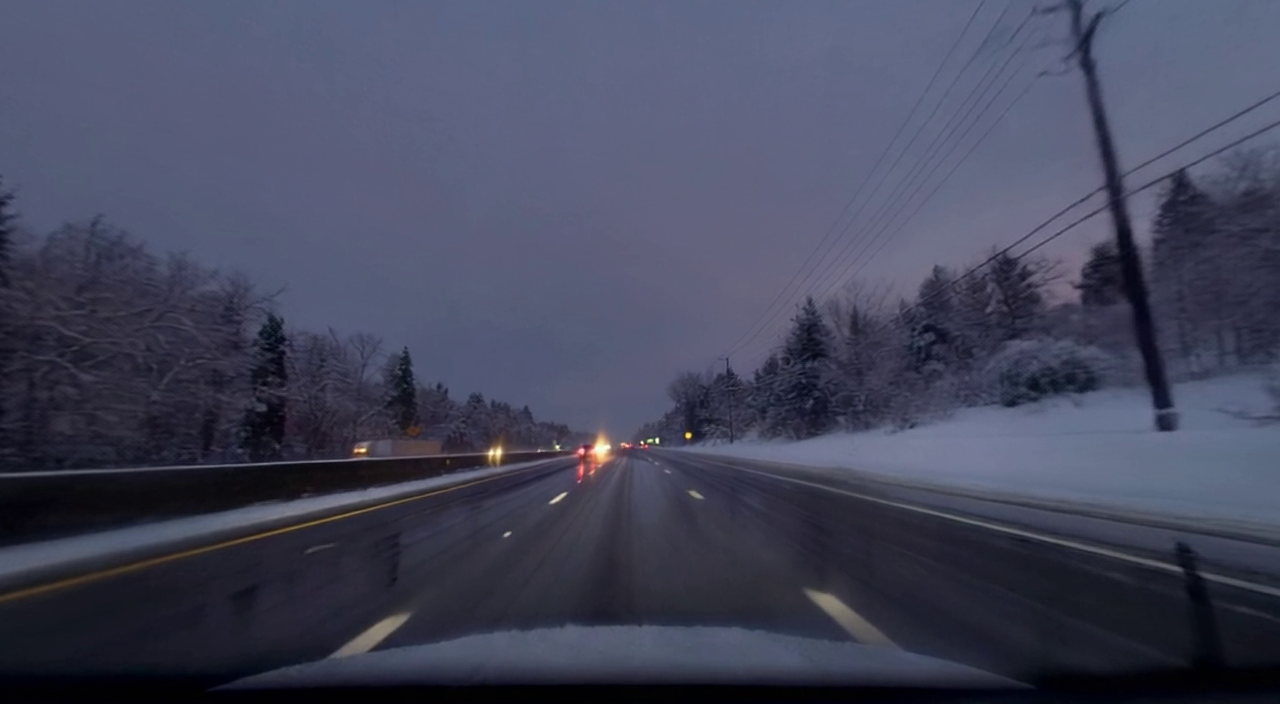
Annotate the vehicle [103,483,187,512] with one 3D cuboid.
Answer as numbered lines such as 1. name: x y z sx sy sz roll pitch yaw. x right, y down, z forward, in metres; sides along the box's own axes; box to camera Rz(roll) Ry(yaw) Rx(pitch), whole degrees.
1. vehicle: -33.493 9.827 42.899 1.878 1.527 4.770 0 -8 -1
